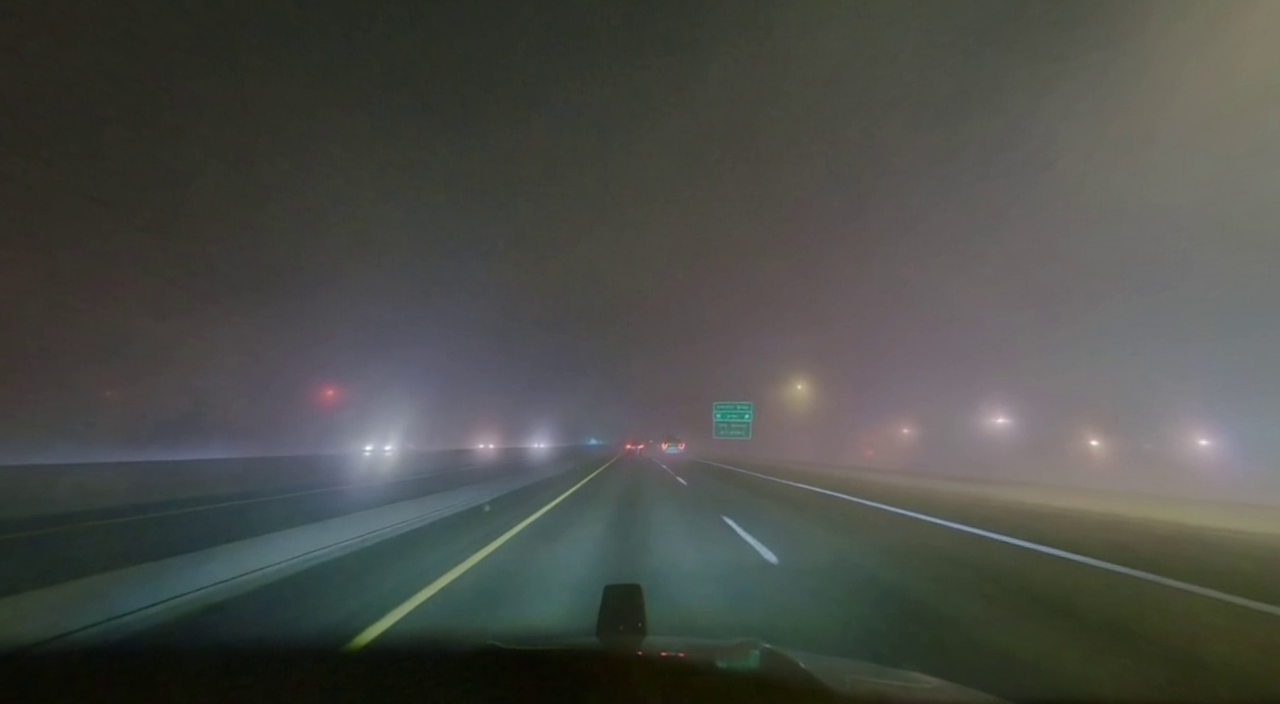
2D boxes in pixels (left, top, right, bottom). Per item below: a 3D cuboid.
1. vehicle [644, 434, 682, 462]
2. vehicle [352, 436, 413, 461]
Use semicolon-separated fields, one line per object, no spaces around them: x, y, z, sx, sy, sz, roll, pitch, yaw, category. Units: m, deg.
1.615;7.053;46.232;2.431;1.916;4.808;0;-8;-3;vehicle
-16.583;6.233;40.894;1.973;1.511;4.754;0;-8;0;vehicle
